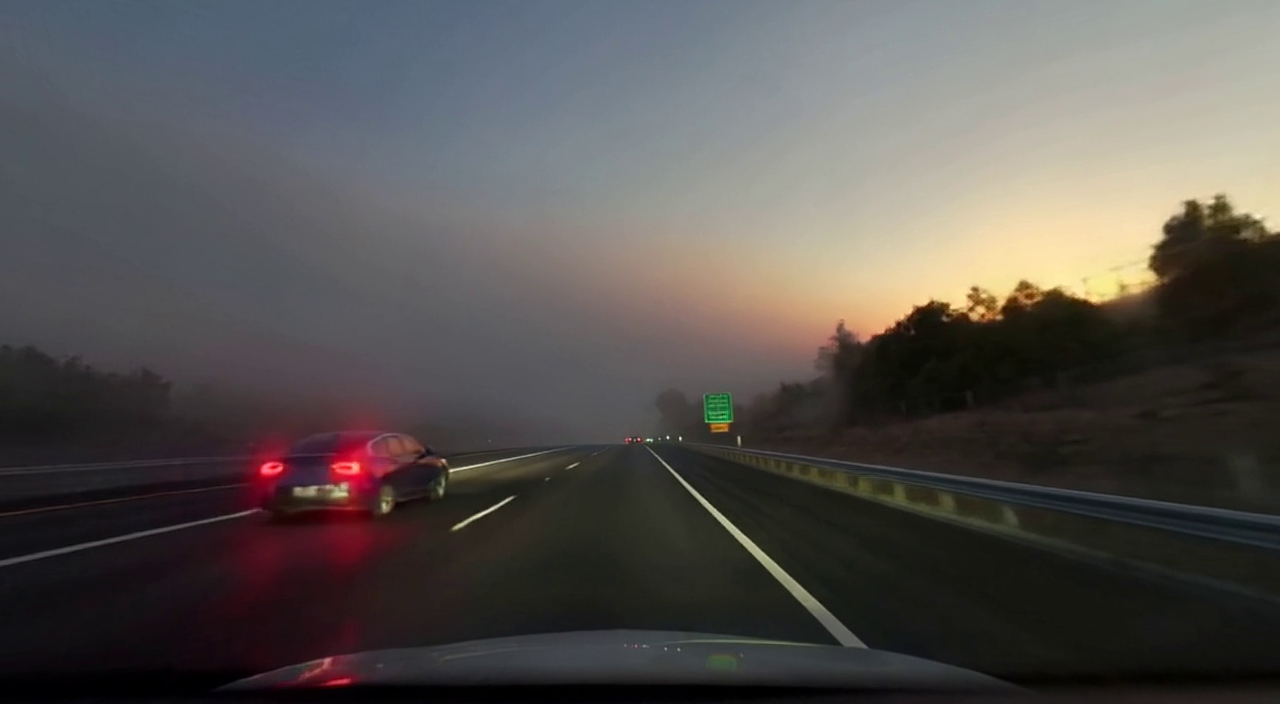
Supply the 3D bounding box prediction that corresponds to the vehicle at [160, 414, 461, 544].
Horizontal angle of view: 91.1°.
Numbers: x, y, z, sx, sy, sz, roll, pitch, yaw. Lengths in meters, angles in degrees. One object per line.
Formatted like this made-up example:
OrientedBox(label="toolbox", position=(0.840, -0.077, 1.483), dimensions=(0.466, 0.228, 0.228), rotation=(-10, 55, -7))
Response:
OrientedBox(label="vehicle", position=(-4.642, 1.845, 9.998), dimensions=(2.149, 1.532, 4.905), rotation=(0, -8, 0))
